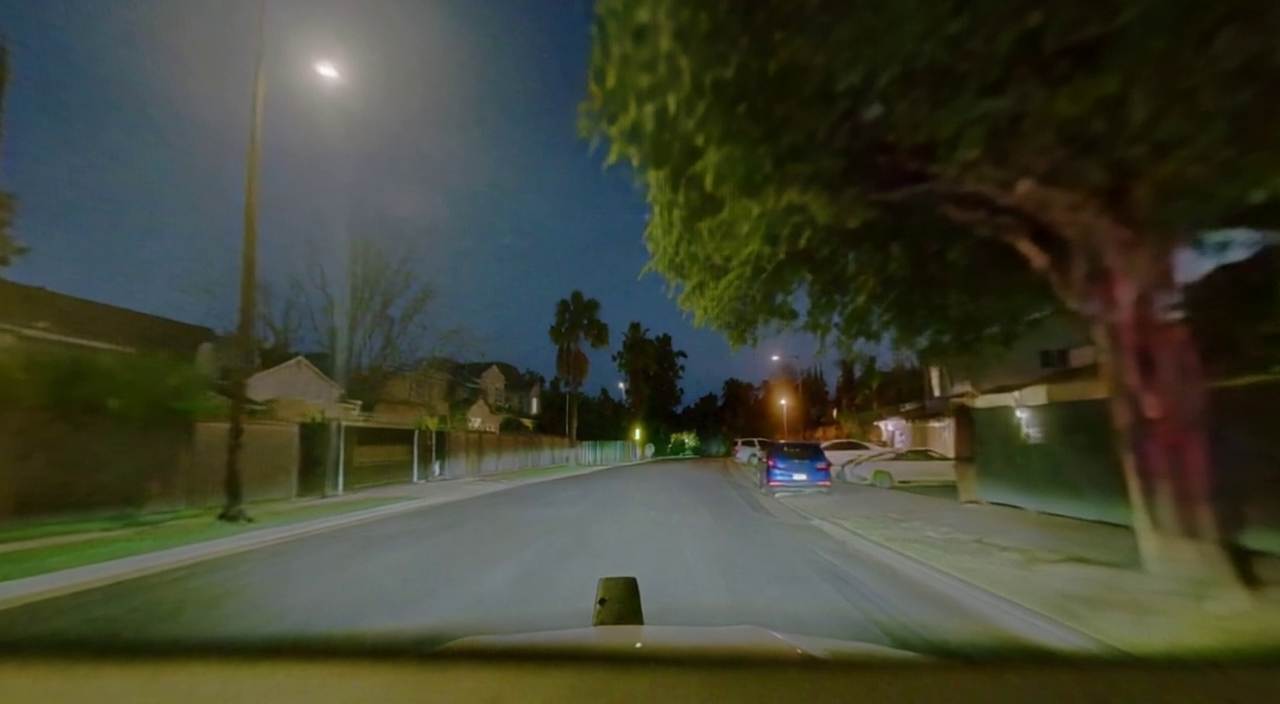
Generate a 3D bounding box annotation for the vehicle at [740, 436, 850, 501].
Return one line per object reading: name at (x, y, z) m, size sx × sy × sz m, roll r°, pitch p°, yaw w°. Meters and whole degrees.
vehicle at (4.363, 3.344, 18.590) m, size 2.051 × 1.676 × 4.497 m, roll 0°, pitch -9°, yaw -1°

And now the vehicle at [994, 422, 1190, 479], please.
vehicle at (13.207, 2.882, 18.803) m, size 4.246 × 1.488 × 1.943 m, roll -1°, pitch -8°, yaw 15°

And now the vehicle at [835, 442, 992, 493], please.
vehicle at (8.427, 3.572, 19.762) m, size 4.057 × 1.483 × 1.828 m, roll 0°, pitch -8°, yaw 0°
